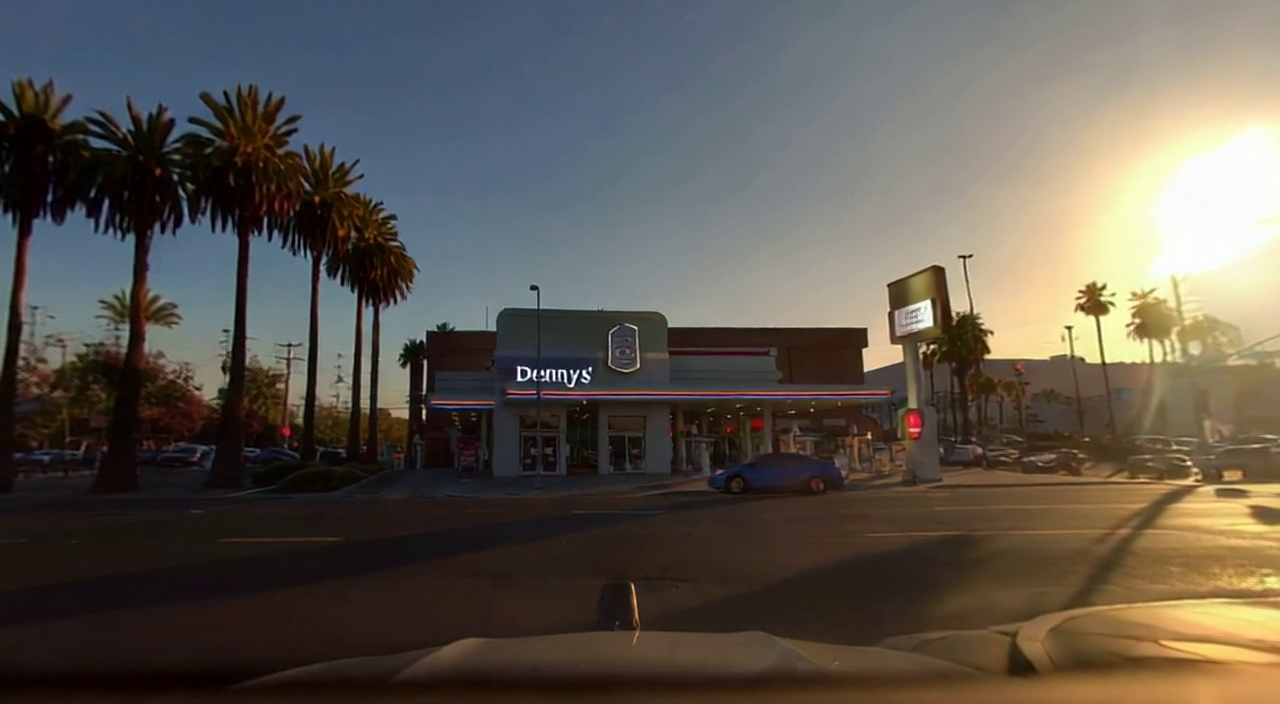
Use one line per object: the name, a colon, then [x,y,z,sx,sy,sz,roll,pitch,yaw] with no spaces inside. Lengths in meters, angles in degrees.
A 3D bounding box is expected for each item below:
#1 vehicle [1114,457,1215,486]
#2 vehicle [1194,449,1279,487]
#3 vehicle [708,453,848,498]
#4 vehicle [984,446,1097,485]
vehicle: [31.740,7.217,38.422,2.074,1.480,4.369,1,-8,-6]
vehicle: [34.933,6.409,35.219,2.490,1.958,5.823,1,-8,-5]
vehicle: [4.919,4.454,22.932,4.570,1.480,1.873,0,-8,-4]
vehicle: [22.086,6.245,34.932,4.880,1.754,2.202,-1,-5,-6]
